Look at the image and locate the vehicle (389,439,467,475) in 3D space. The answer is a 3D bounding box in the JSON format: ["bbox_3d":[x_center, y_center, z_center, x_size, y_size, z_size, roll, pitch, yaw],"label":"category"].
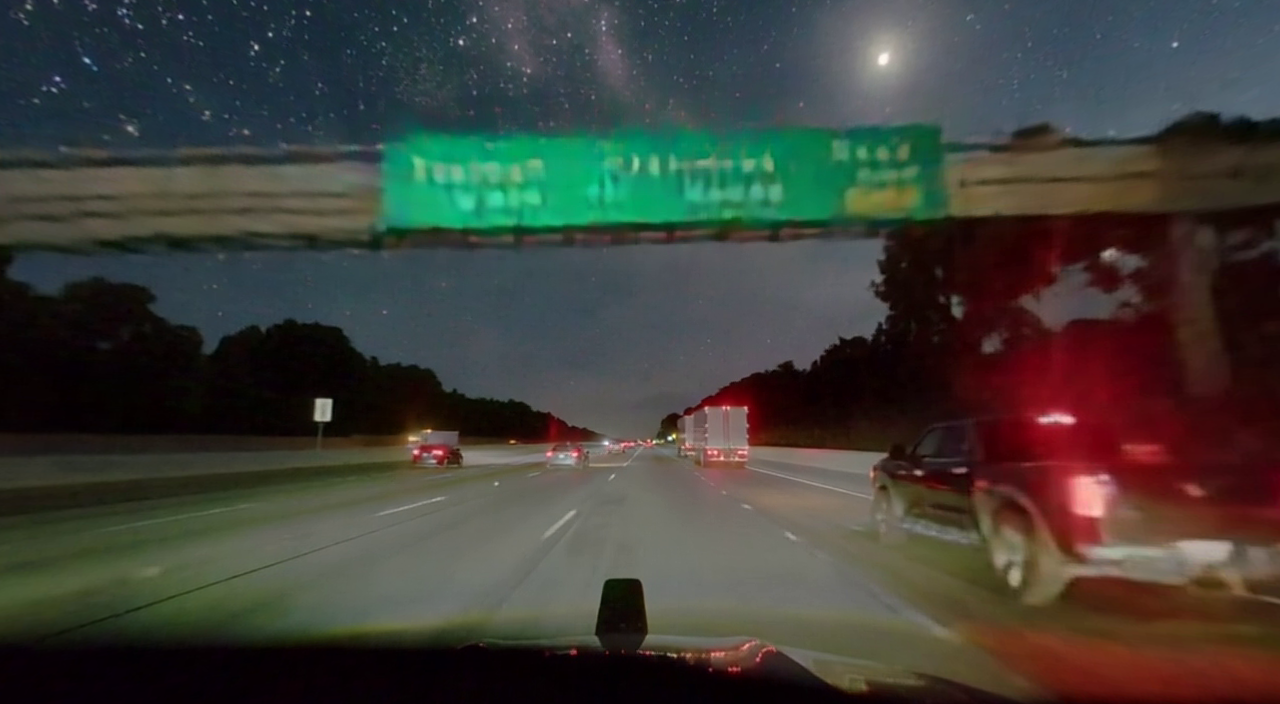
[{"bbox_3d":[-9.446,4.709,28.469,1.899,1.465,4.589,0,-8,0],"label":"vehicle"}]

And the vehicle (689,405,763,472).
[{"bbox_3d":[4.215,4.482,32.513,2.732,3.052,7.118,0,-8,-1],"label":"vehicle"}]

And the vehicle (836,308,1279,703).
[{"bbox_3d":[4.182,1.223,6.186,2.355,1.930,6.633,0,-8,0],"label":"vehicle"}]

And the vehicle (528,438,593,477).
[{"bbox_3d":[-3.184,4.336,26.135,1.981,1.473,4.317,0,-8,2],"label":"vehicle"}]
